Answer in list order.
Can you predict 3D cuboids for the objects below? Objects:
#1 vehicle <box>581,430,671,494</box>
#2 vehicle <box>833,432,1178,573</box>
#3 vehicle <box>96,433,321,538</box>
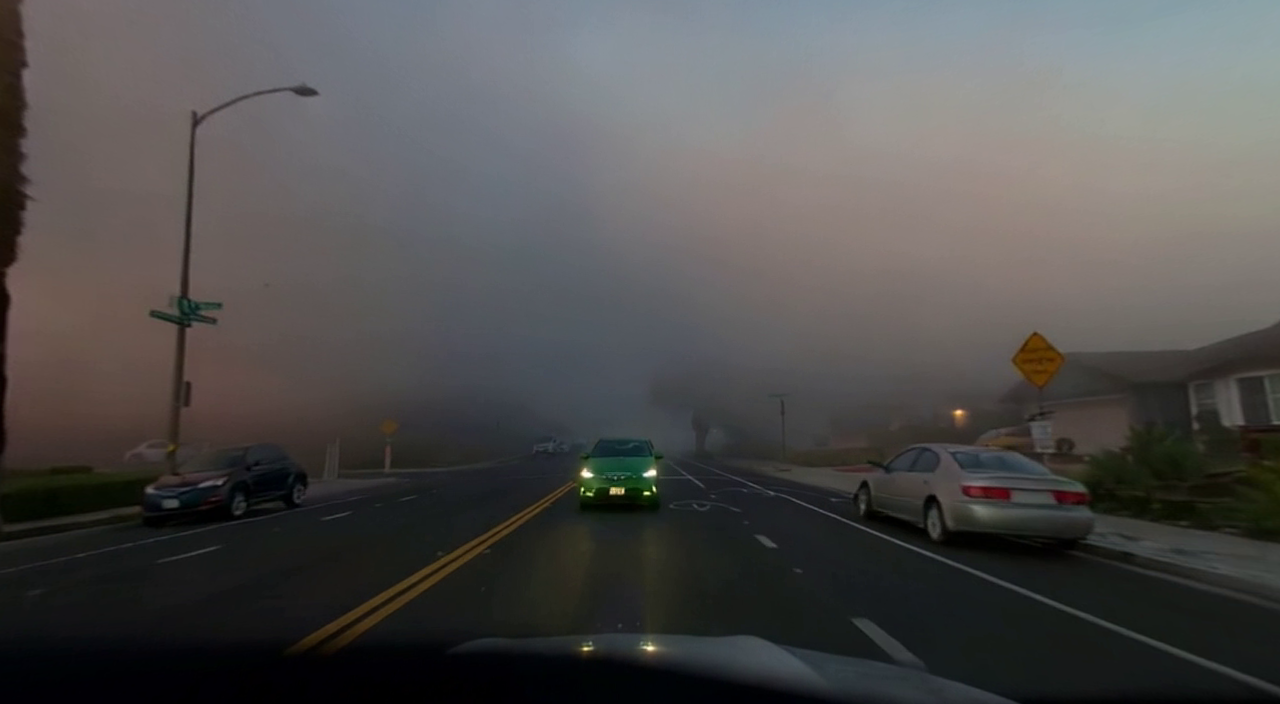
[{"bbox_3d":[-0.381,2.888,16.853,2.098,1.483,4.099,0,-9,-2],"label":"vehicle"},{"bbox_3d":[4.773,2.030,9.512,2.013,1.501,5.235,0,-9,-1],"label":"vehicle"},{"bbox_3d":[-8.688,2.631,13.287,1.945,1.666,4.107,-3,-6,-1],"label":"vehicle"}]
